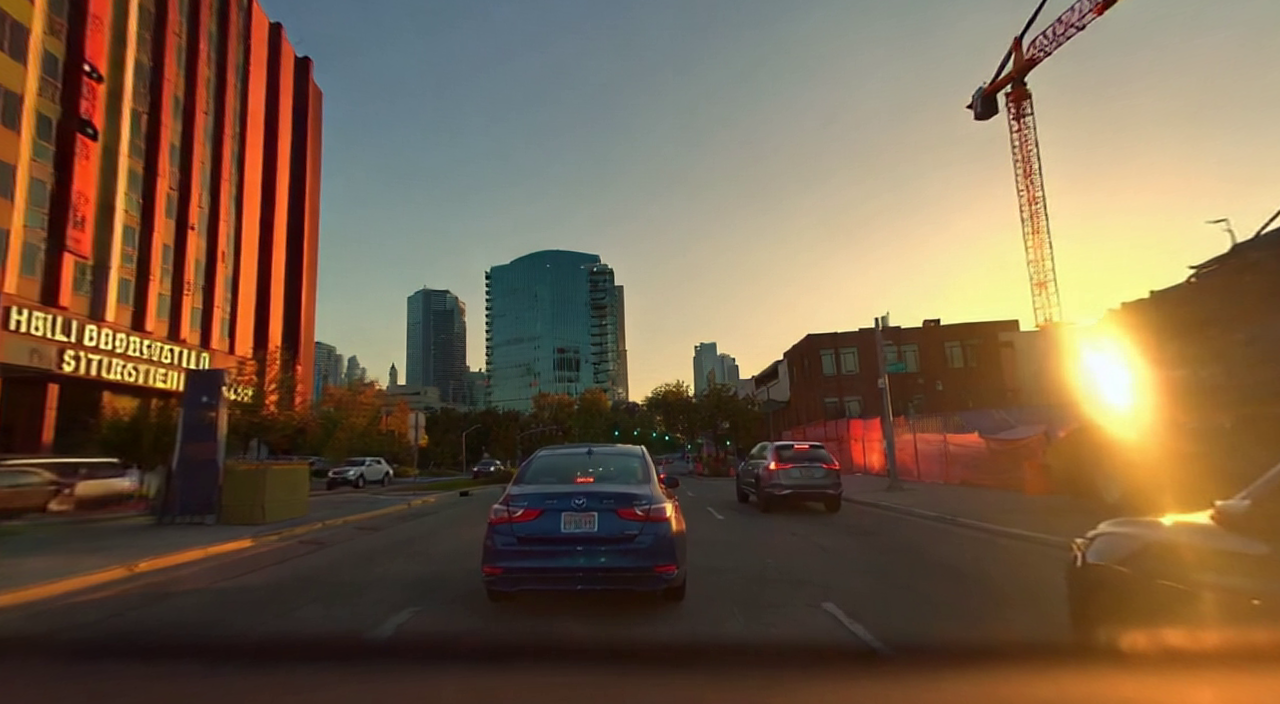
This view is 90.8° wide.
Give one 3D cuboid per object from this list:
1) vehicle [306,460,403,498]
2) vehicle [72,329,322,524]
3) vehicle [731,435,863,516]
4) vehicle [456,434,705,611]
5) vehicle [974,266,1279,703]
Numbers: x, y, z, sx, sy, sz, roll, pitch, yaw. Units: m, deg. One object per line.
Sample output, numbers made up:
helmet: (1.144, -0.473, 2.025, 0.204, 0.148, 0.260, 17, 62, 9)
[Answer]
vehicle: (-12.949, 5.771, 29.014, 1.986, 1.476, 4.753, -1, -8, 3)
vehicle: (-9.102, 1.620, 13.488, 2.592, 3.548, 3.414, -2, -9, 4)
vehicle: (3.907, 3.163, 16.804, 2.185, 1.797, 4.934, 0, -8, -1)
vehicle: (-0.467, 1.772, 7.555, 2.131, 1.496, 4.193, 0, -8, 1)
vehicle: (3.381, 0.587, 1.656, 2.182, 1.954, 5.341, 0, -8, 2)
